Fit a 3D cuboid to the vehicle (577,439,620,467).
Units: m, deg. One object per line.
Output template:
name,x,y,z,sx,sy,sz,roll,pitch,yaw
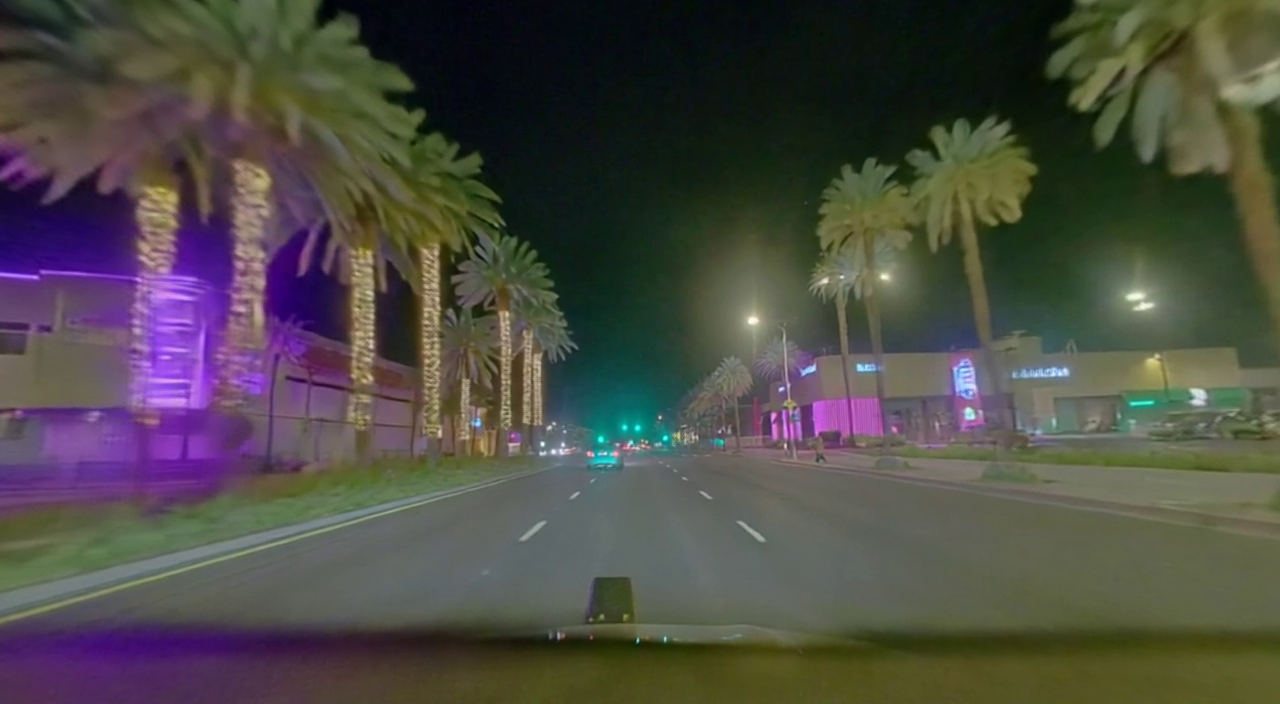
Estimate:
vehicle,-2.496,6.232,39.050,2.160,1.615,4.117,-1,-9,4
